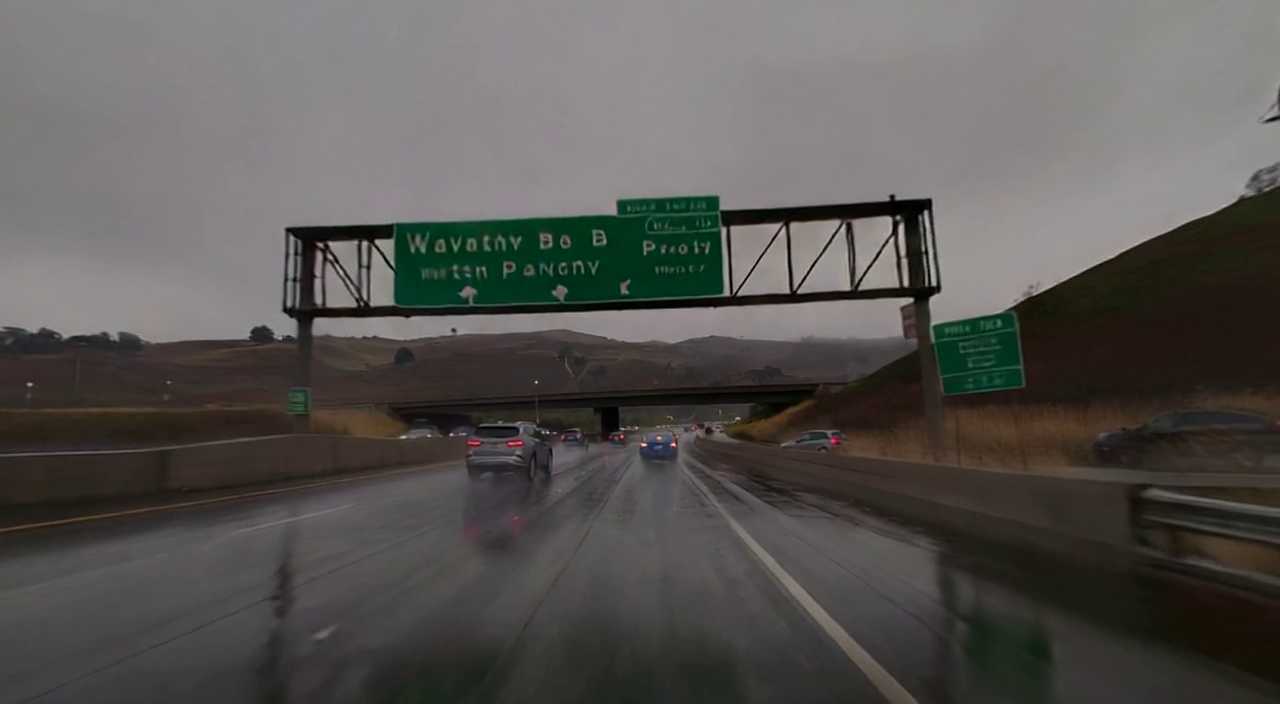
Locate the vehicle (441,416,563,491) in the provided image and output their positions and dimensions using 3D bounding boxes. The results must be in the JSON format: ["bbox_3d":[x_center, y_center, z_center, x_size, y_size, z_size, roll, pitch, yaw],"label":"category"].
[{"bbox_3d":[-3.708,2.871,18.057,2.228,1.845,4.847,-1,-8,2],"label":"vehicle"}]

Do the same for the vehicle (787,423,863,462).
[{"bbox_3d":[13.120,6.508,45.460,2.571,2.571,6.876,1,-9,-8],"label":"vehicle"}]

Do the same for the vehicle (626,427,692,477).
[{"bbox_3d":[0.695,3.633,23.076,2.193,1.651,3.946,-1,-8,2],"label":"vehicle"}]
